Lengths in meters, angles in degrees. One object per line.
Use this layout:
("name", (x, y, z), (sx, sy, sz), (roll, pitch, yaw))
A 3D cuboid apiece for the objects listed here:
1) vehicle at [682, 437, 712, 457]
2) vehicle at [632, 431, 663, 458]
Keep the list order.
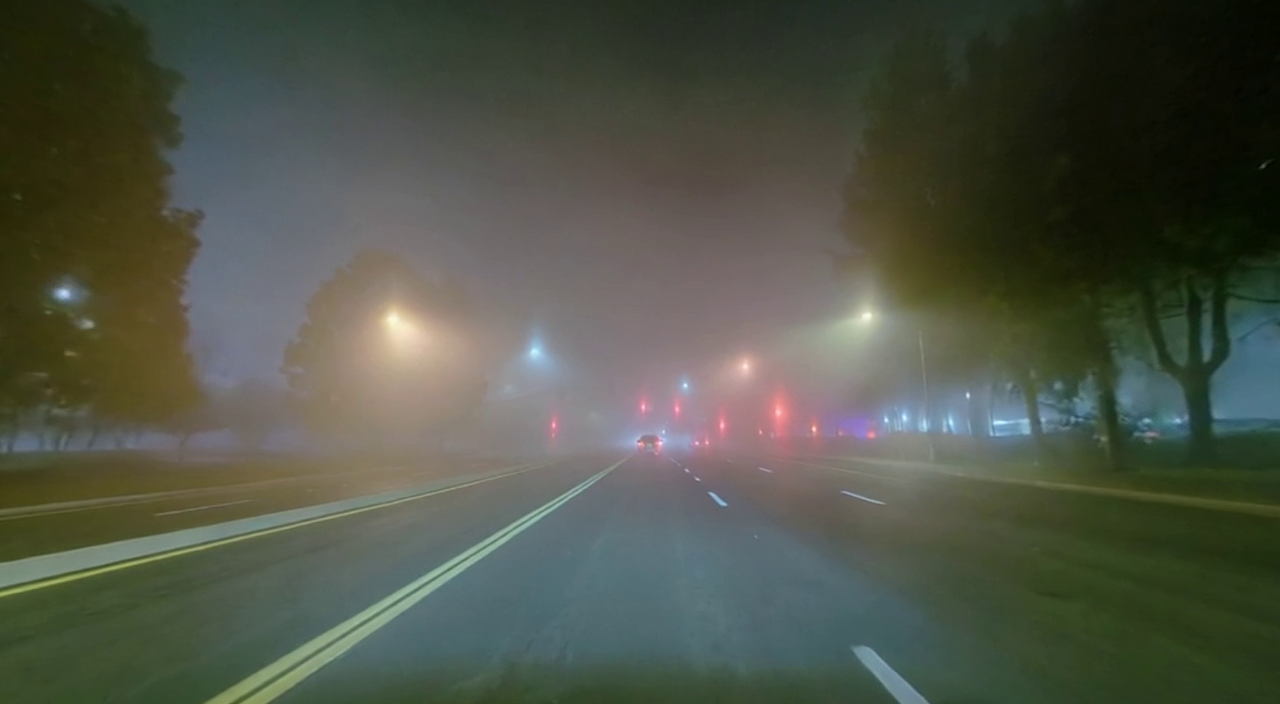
("vehicle", (4.352, 7.311, 48.623), (1.998, 1.460, 3.898), (0, -8, 1))
("vehicle", (0.615, 7.094, 48.539), (2.267, 1.926, 4.708), (0, -8, 1))
